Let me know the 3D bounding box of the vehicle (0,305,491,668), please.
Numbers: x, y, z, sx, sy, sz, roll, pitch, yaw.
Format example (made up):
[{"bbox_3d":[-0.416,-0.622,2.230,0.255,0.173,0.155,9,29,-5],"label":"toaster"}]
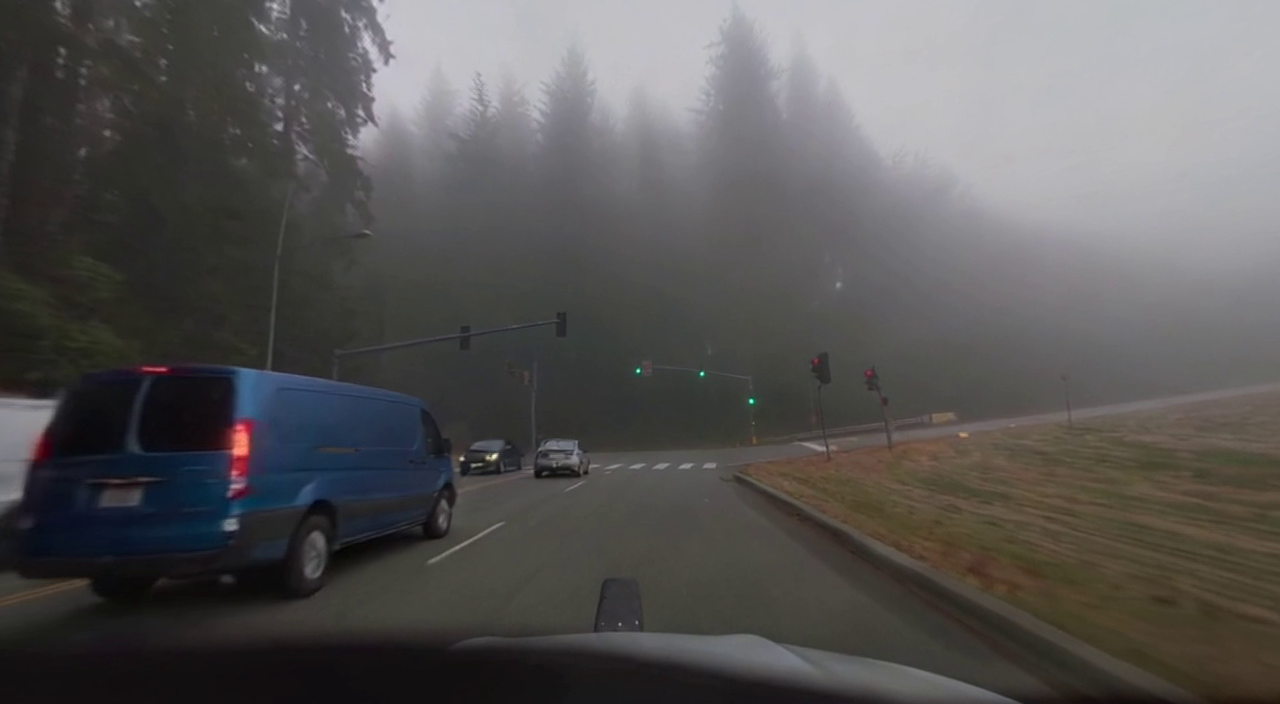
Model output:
[{"bbox_3d":[-3.382,1.156,6.451,2.362,2.185,5.212,0,-8,1],"label":"vehicle"}]

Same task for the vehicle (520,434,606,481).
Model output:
[{"bbox_3d":[-2.620,3.751,22.668,2.088,1.484,4.572,-1,-8,6],"label":"vehicle"}]

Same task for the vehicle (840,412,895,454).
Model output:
[{"bbox_3d":[10.896,3.904,30.071,2.434,1.886,1.216,6,-10,-35],"label":"vehicle"}]
